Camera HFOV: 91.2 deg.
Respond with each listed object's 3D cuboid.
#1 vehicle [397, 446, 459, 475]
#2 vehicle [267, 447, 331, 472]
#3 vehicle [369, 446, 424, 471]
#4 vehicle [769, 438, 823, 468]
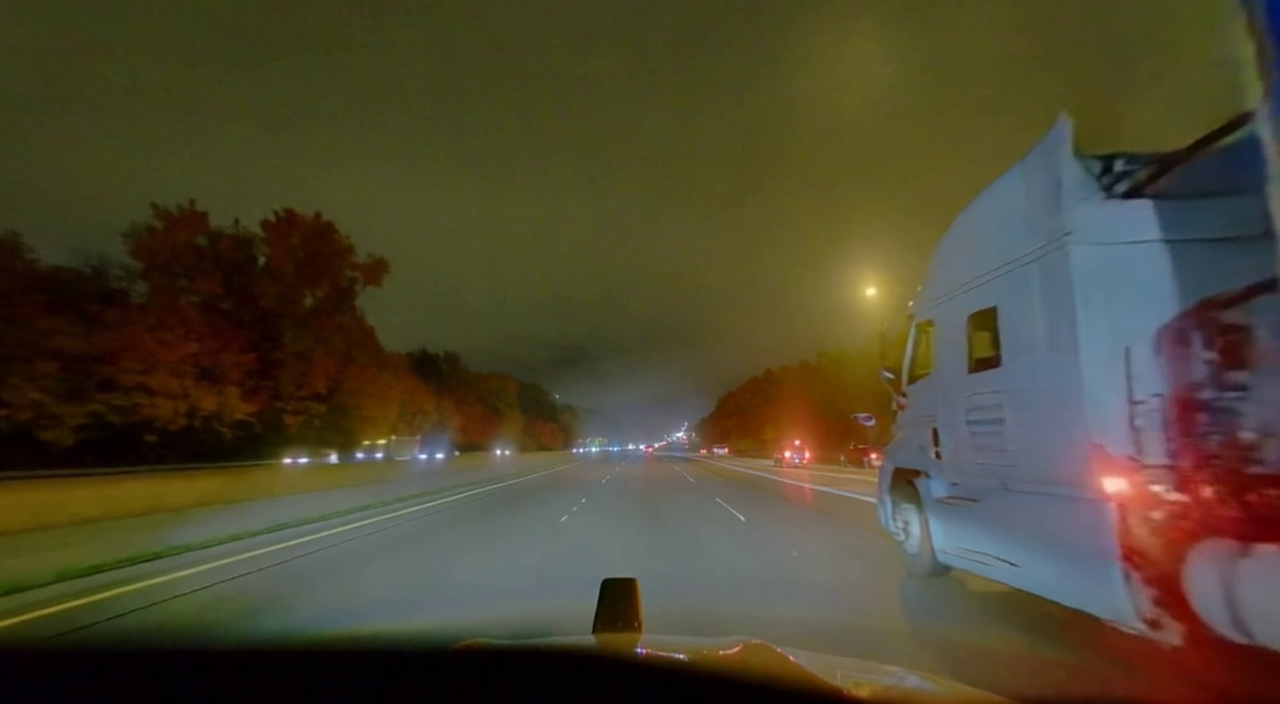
[{"bbox_3d":[-11.688,5.997,34.805,1.874,1.489,4.402,0,-9,0],"label":"vehicle"},{"bbox_3d":[-22.501,7.086,41.507,1.881,1.500,4.069,-1,-9,1],"label":"vehicle"},{"bbox_3d":[-15.435,6.762,39.968,1.805,1.517,3.947,-1,-9,1],"label":"vehicle"},{"bbox_3d":[10.102,6.584,40.950,2.034,1.770,4.637,0,-9,-4],"label":"vehicle"}]
